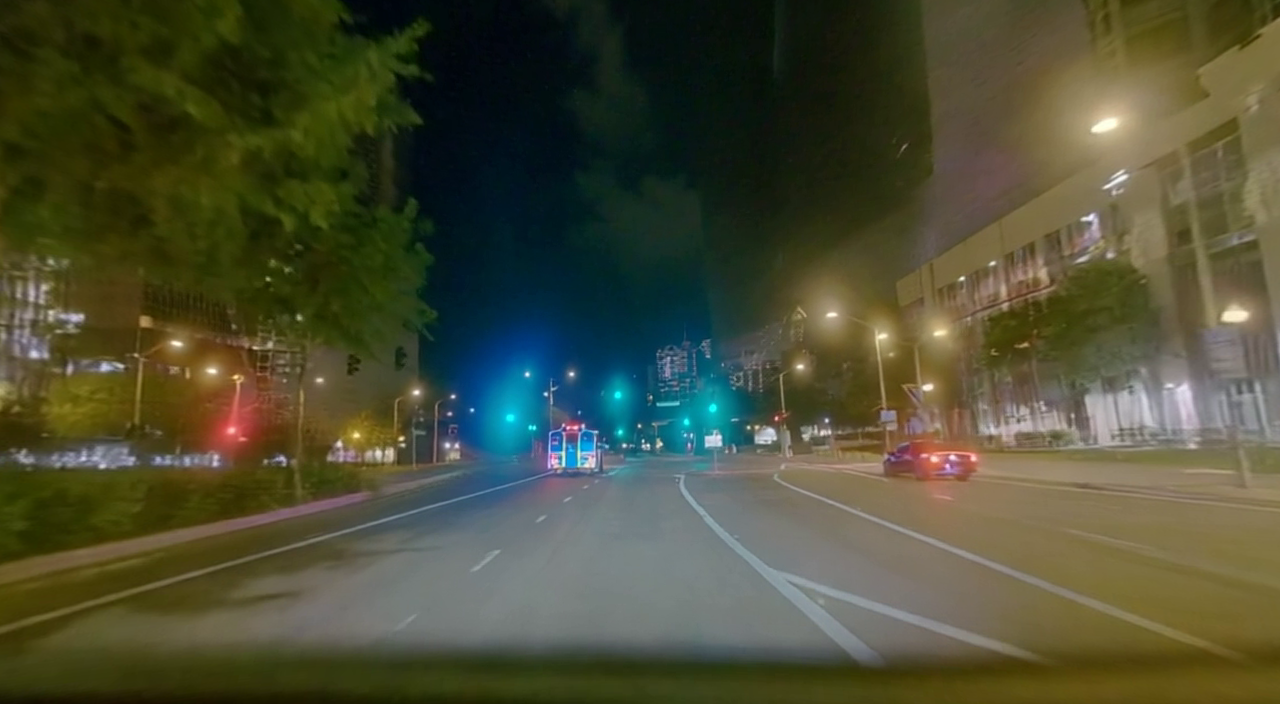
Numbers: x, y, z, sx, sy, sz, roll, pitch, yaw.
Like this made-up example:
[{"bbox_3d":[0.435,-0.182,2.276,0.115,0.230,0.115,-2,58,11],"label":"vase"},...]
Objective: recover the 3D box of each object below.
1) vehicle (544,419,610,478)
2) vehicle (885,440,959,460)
[{"bbox_3d":[-3.176,5.066,33.214,2.633,2.787,5.796,-1,-9,2],"label":"vehicle"},{"bbox_3d":[21.911,7.613,49.206,4.813,1.476,1.868,0,-9,1],"label":"vehicle"}]
